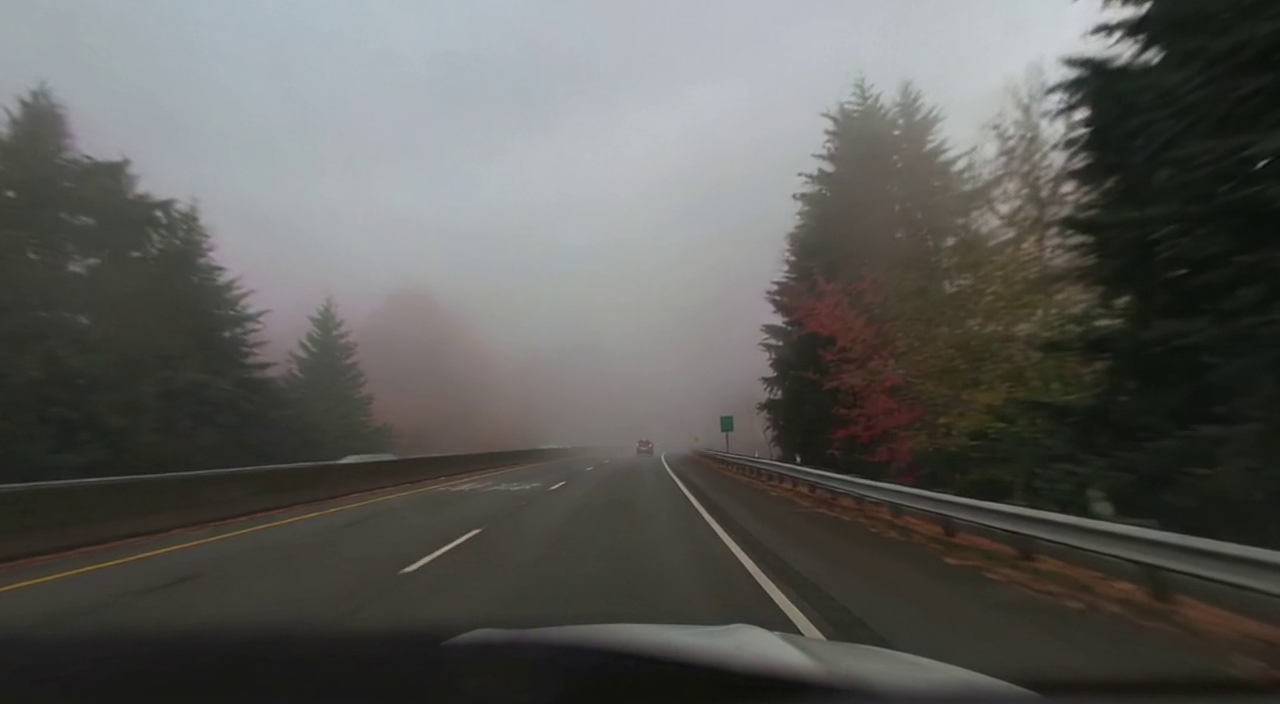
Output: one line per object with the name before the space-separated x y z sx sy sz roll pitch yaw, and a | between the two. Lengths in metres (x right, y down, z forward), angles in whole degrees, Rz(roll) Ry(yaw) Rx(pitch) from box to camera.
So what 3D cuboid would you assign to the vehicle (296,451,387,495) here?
vehicle | -10.641 4.293 22.708 1.656 1.369 3.500 -1 -8 -2
